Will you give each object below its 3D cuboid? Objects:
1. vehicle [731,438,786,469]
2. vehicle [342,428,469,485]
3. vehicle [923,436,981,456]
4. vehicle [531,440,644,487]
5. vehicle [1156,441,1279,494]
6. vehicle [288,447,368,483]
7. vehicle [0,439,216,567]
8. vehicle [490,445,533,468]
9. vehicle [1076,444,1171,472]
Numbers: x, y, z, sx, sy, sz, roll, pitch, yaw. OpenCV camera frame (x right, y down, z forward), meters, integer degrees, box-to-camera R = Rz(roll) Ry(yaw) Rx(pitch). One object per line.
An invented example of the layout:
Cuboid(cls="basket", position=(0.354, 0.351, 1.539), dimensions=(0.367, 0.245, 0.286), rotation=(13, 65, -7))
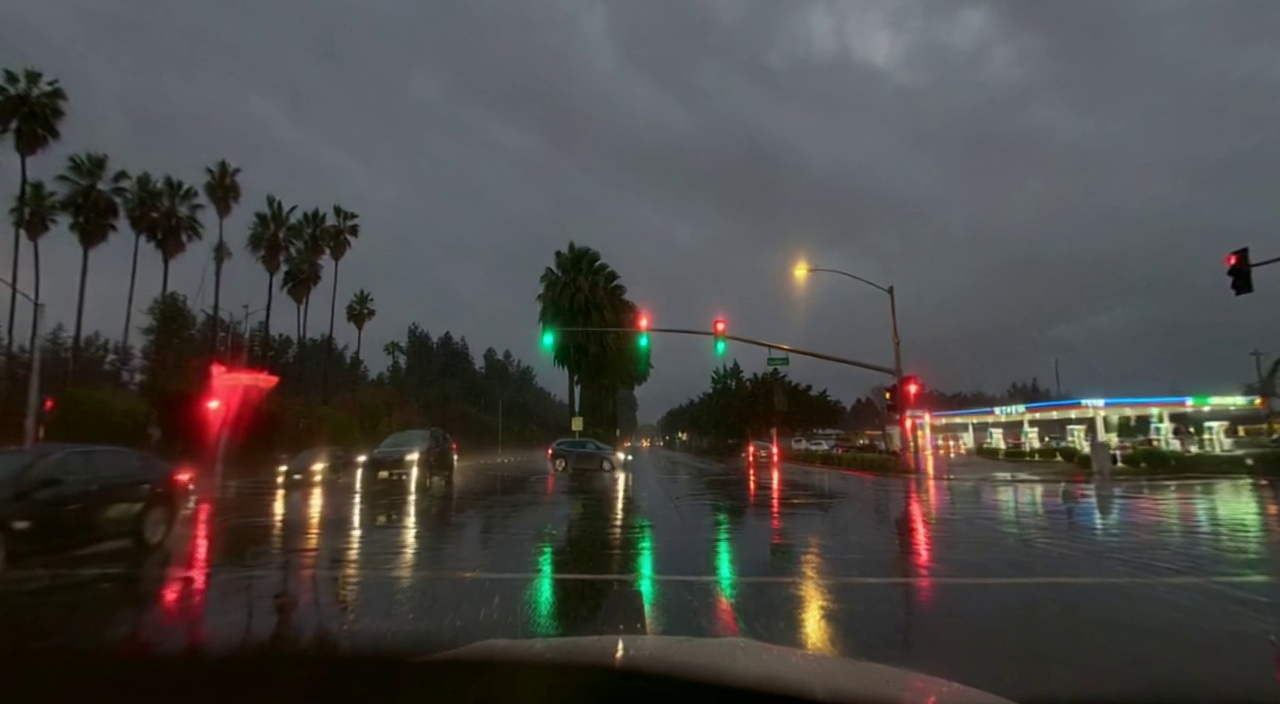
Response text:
Cuboid(cls="vehicle", position=(7.014, 6.102, 37.989), dimensions=(1.929, 1.719, 4.892), rotation=(1, -9, -6))
Cuboid(cls="vehicle", position=(-8.646, 3.944, 24.067), dimensions=(2.609, 1.865, 5.875), rotation=(0, -9, 0))
Cuboid(cls="vehicle", position=(22.520, 6.784, 45.667), dimensions=(3.356, 1.395, 1.559), rotation=(0, -9, -1))
Cuboid(cls="vehicle", position=(-2.050, 3.981, 23.004), dimensions=(2.079, 1.490, 5.064), rotation=(5, -10, -30))
Cuboid(cls="vehicle", position=(18.670, 3.407, 18.820), dimensions=(5.015, 1.446, 1.862), rotation=(0, -9, -3))
Cuboid(cls="vehicle", position=(-15.175, 5.483, 31.011), dimensions=(1.809, 1.605, 4.033), rotation=(0, -9, 0))
Cuboid(cls="vehicle", position=(-8.647, 2.010, 8.940), dimensions=(2.034, 1.510, 4.647), rotation=(0, -9, 0))
Cuboid(cls="vehicle", position=(-8.534, 7.005, 42.427), dimensions=(1.908, 1.473, 4.394), rotation=(0, -9, 1))
Cuboid(cls="vehicle", position=(24.246, 5.315, 31.747), dimensions=(3.474, 1.376, 1.538), rotation=(0, -9, -2))
